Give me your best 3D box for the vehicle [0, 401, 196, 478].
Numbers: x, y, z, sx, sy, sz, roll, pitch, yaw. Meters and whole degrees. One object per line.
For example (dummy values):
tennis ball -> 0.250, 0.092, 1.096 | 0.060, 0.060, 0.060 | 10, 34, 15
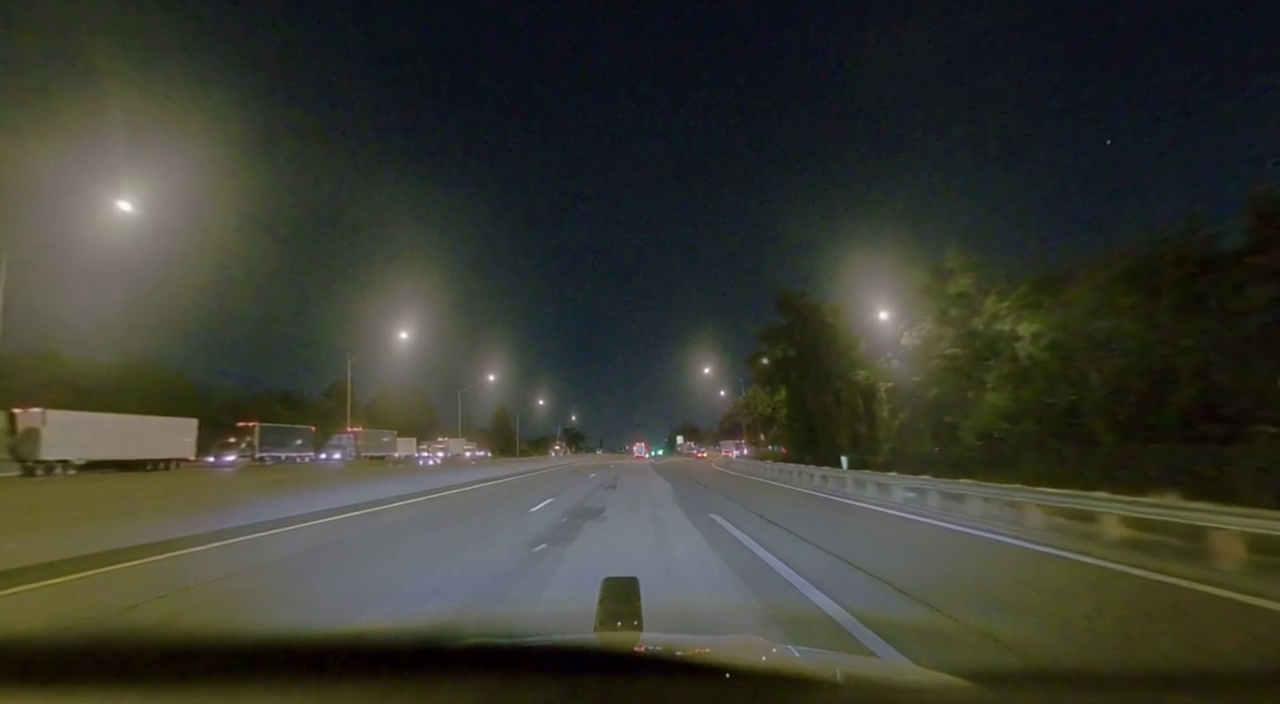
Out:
vehicle -> -35.623, 5.745, 40.589 | 2.873, 4.105, 14.677 | -2, -8, 1
